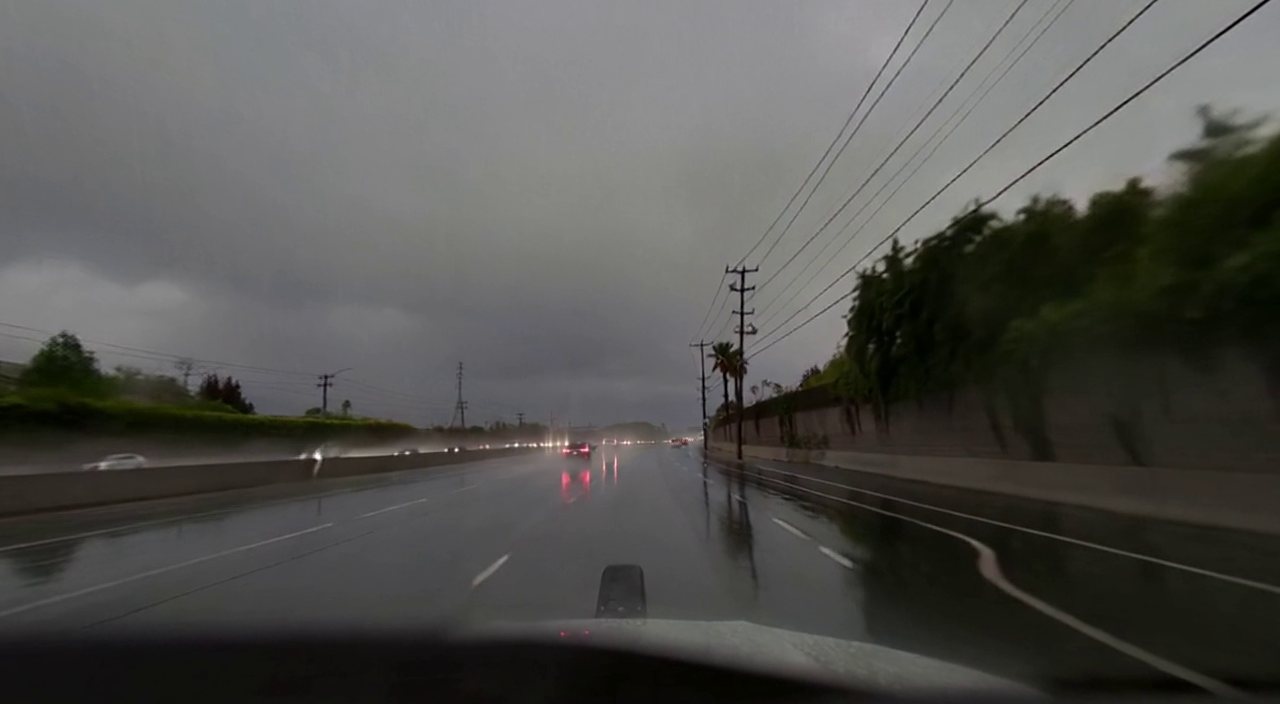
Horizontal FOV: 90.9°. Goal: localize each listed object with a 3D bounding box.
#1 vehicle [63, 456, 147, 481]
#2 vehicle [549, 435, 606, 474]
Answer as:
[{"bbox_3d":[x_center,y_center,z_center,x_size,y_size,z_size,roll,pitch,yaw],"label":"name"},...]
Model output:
[{"bbox_3d":[-35.546,7.726,42.065,1.758,1.459,4.364,0,-8,0],"label":"vehicle"},{"bbox_3d":[-2.697,4.555,28.157,2.029,1.609,3.935,0,-8,2],"label":"vehicle"}]
